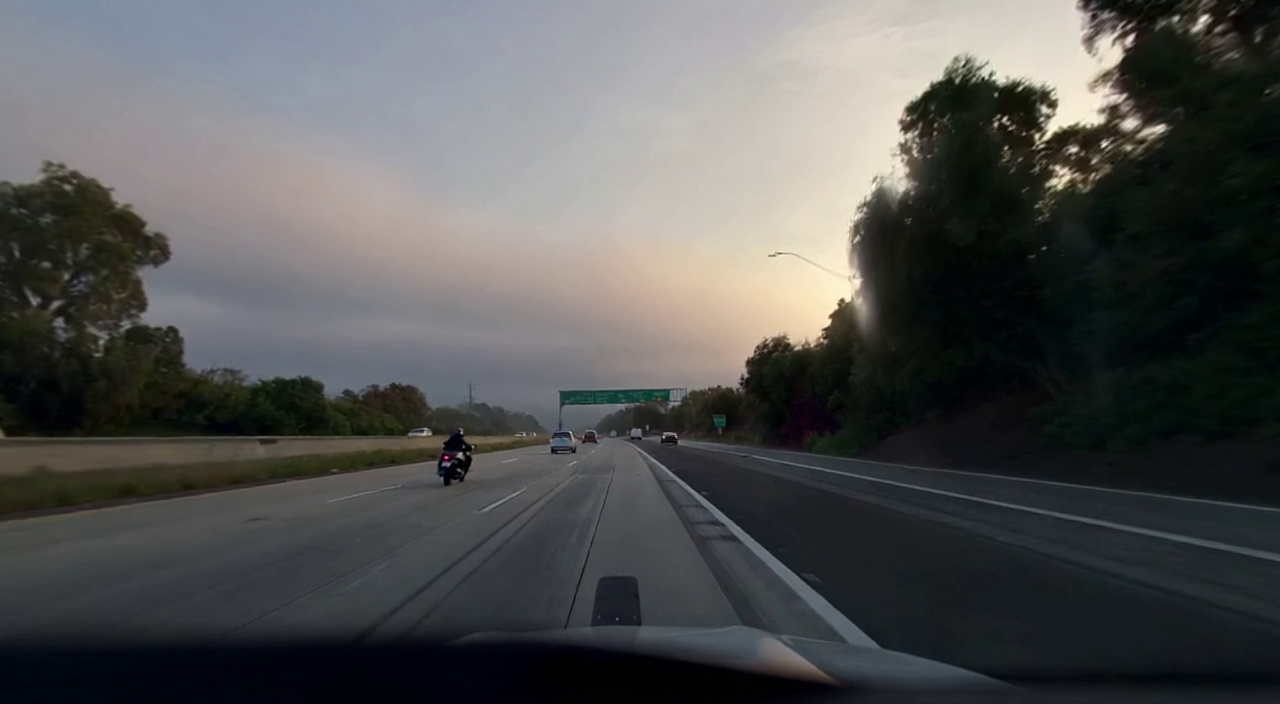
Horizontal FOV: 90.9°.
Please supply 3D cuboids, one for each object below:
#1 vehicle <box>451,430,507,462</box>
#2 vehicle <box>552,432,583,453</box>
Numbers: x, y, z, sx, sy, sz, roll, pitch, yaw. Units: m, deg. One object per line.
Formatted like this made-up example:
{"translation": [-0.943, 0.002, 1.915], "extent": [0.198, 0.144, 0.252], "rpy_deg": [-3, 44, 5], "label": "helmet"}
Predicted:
{"translation": [-8.419, 4.941, 33.320], "extent": [1.965, 1.605, 4.115], "rpy_deg": [0, -8, -2], "label": "vehicle"}
{"translation": [-5.525, 6.949, 48.546], "extent": [1.958, 1.580, 3.961], "rpy_deg": [0, -8, 0], "label": "vehicle"}
